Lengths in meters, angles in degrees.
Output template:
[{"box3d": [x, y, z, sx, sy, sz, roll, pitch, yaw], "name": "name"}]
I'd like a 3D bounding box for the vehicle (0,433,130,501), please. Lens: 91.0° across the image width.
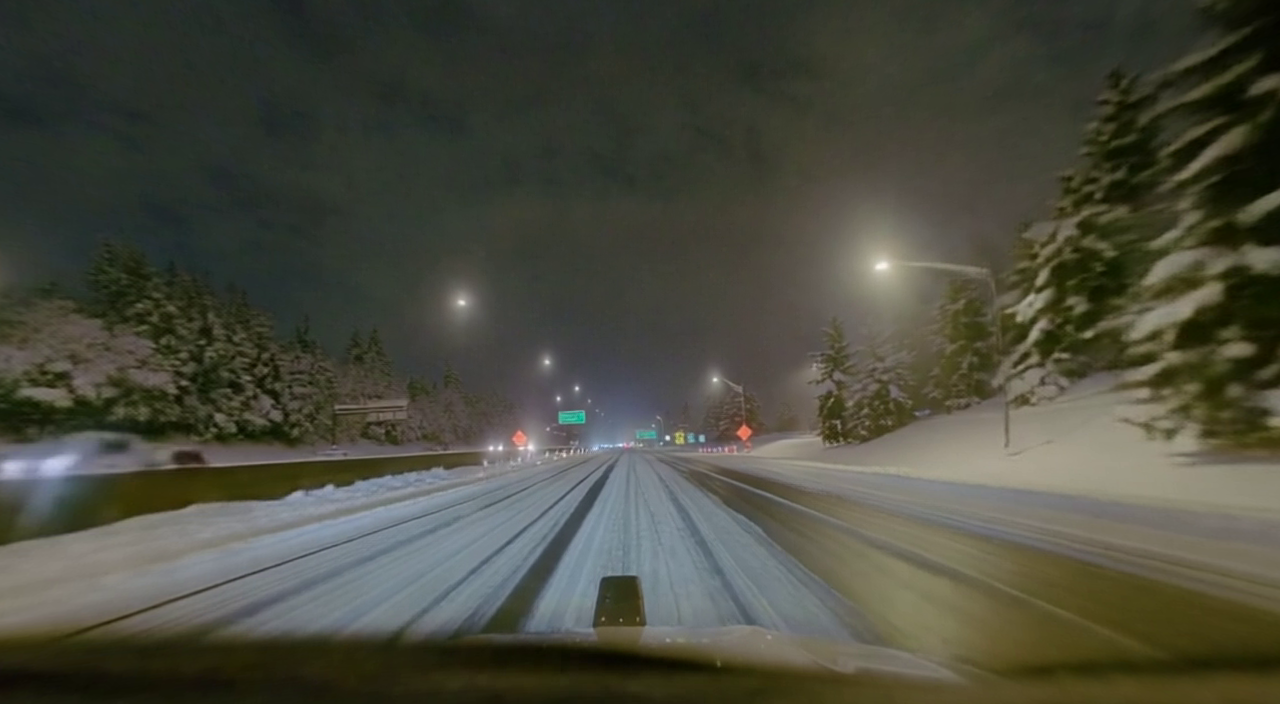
[{"box3d": [-17.974, 3.290, 18.372, 2.129, 1.773, 4.963, 0, -9, -2], "name": "vehicle"}]
